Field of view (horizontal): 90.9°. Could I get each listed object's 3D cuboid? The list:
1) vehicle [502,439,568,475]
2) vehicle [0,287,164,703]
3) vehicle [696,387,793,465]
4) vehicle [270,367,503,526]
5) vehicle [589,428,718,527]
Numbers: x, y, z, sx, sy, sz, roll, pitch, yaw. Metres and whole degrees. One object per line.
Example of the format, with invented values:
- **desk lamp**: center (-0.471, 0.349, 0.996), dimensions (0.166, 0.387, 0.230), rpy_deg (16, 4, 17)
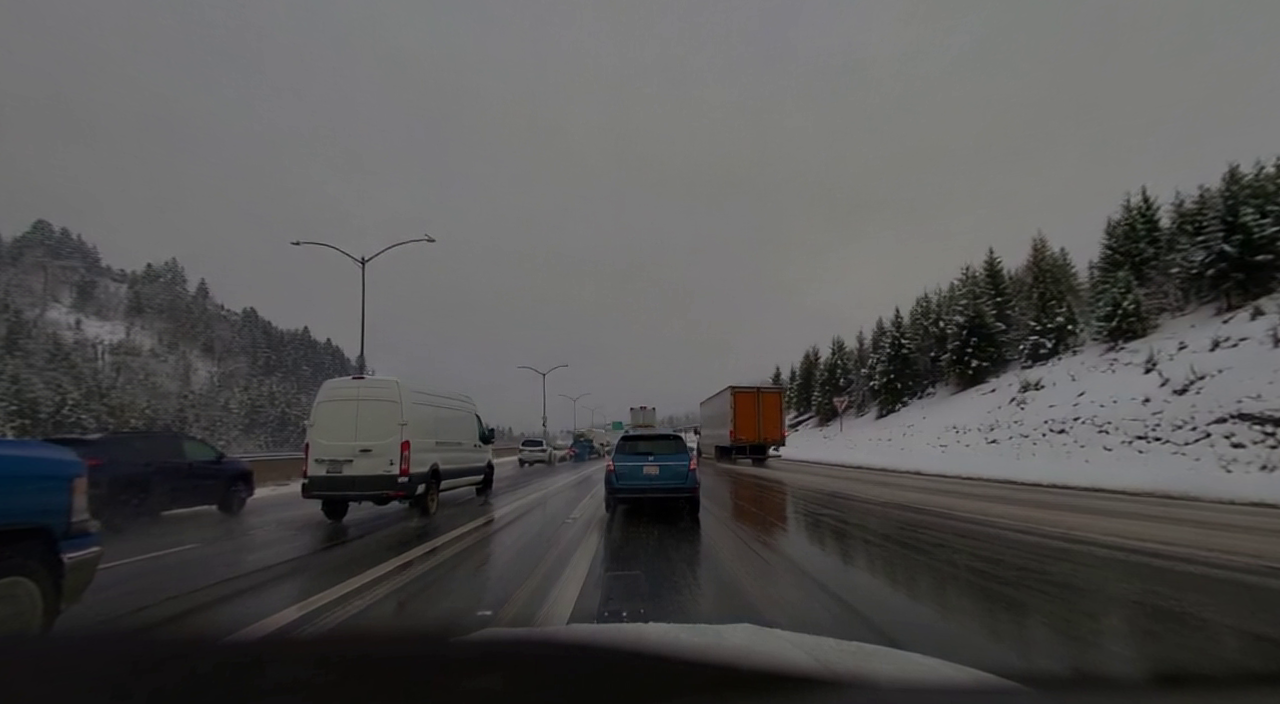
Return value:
- **vehicle**: center (-4.485, 4.562, 27.658), dimensions (2.007, 1.457, 4.447), rpy_deg (-1, -8, 1)
- **vehicle**: center (-4.245, 0.476, 1.329), dimensions (2.195, 2.086, 5.445), rpy_deg (0, -8, 0)
- **vehicle**: center (6.540, 5.318, 43.348), dimensions (2.989, 4.277, 16.586), rpy_deg (0, -8, -3)
- **vehicle**: center (-4.649, 1.913, 12.933), dimensions (2.300, 2.522, 5.701), rpy_deg (0, -8, 1)
- **vehicle**: center (0.174, 2.249, 11.838), dimensions (2.003, 1.499, 3.930), rpy_deg (0, -8, -1)
